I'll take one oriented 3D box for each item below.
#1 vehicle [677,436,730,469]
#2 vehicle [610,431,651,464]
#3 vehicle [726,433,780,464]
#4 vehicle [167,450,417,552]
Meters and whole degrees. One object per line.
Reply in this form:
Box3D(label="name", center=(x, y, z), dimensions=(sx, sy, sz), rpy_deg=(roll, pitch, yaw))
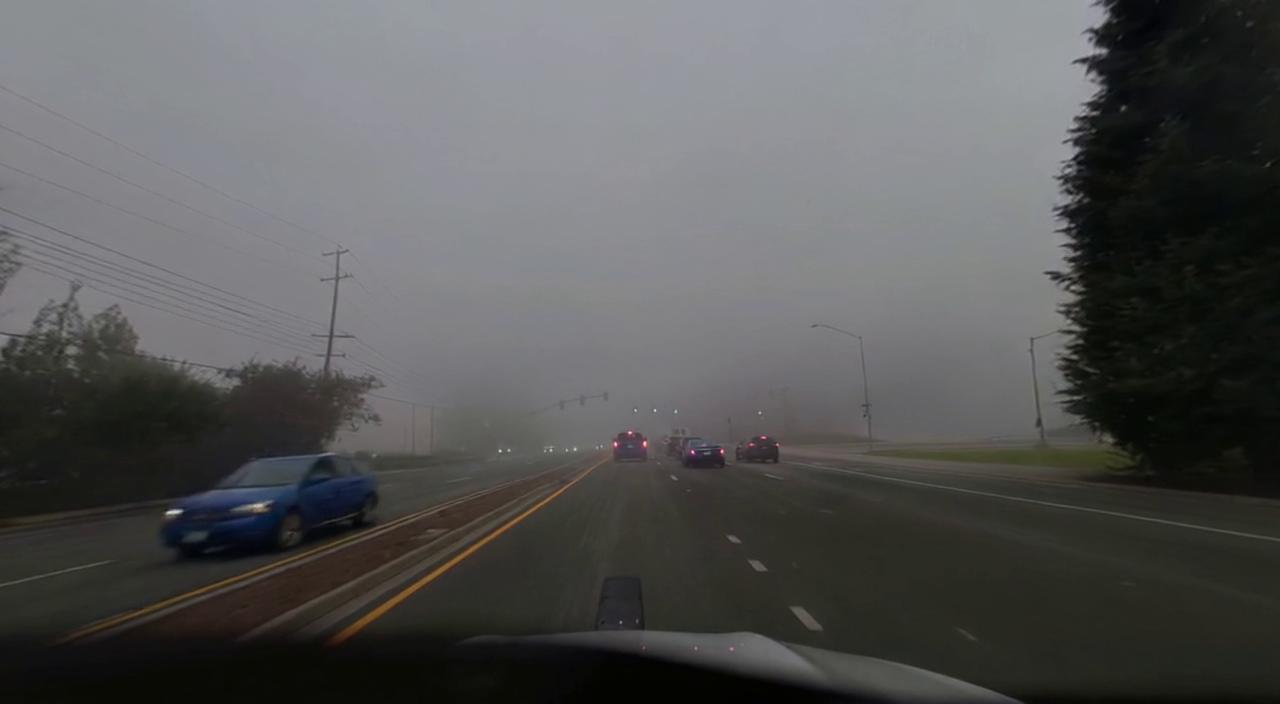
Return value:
Box3D(label="vehicle", center=(2.970, 4.830, 30.607), dimensions=(1.984, 1.462, 4.513), rpy_deg=(0, -8, -2))
Box3D(label="vehicle", center=(-0.563, 5.659, 37.496), dimensions=(2.300, 1.821, 4.254), rpy_deg=(0, -8, -1))
Box3D(label="vehicle", center=(6.508, 5.615, 36.974), dimensions=(2.198, 1.678, 4.419), rpy_deg=(0, -8, -2))
Box3D(label="vehicle", center=(-6.065, 2.606, 11.819), dimensions=(2.157, 1.483, 4.397), rpy_deg=(0, -8, 0))
